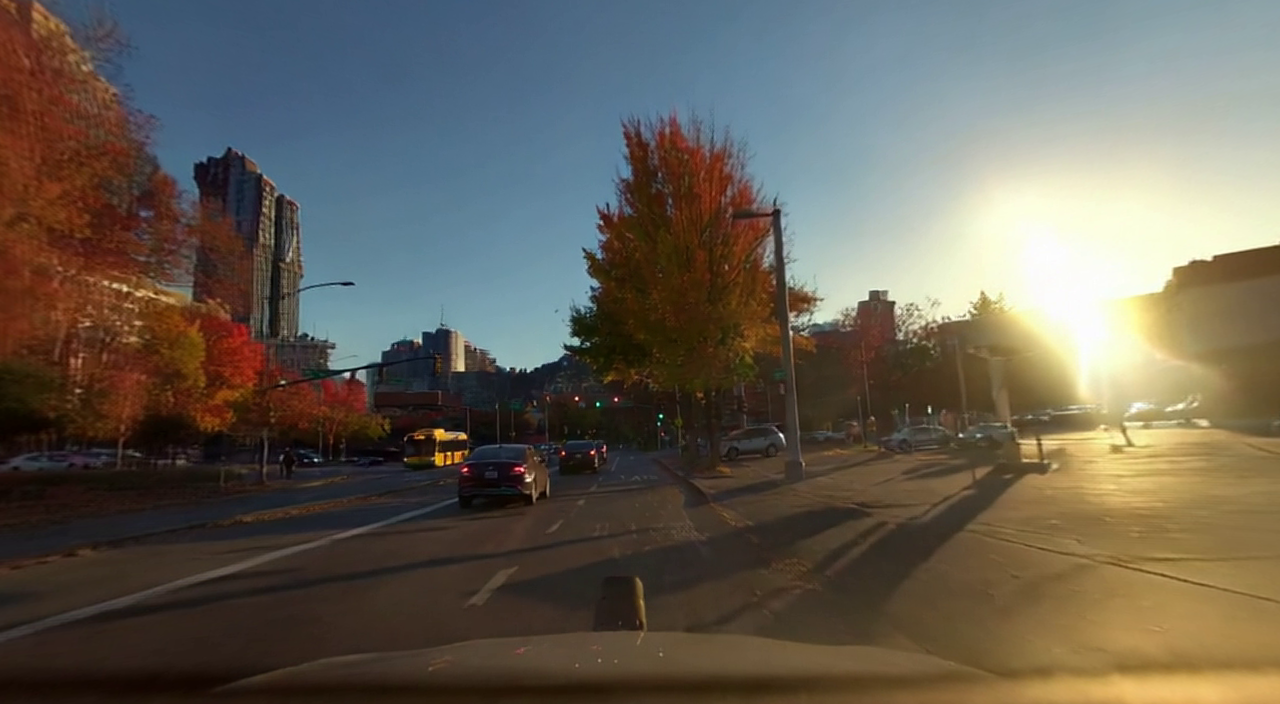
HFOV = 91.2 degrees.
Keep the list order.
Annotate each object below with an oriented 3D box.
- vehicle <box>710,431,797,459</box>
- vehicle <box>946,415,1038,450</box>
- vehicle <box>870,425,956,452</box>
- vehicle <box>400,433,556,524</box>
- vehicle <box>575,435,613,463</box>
[{"bbox_3d":[6.939,5.748,38.728,4.894,1.451,2.089,-3,-8,0],"label":"vehicle"},{"bbox_3d":[20.580,4.730,36.721,4.172,1.687,1.773,-4,-8,-2],"label":"vehicle"},{"bbox_3d":[15.917,5.085,36.719,4.064,1.507,2.078,0,-9,1],"label":"vehicle"},{"bbox_3d":[-3.005,2.444,12.642,2.092,1.507,4.078,0,-9,-1],"label":"vehicle"},{"bbox_3d":[-3.021,6.560,42.420,2.365,1.751,3.904,0,-9,-1],"label":"vehicle"}]
